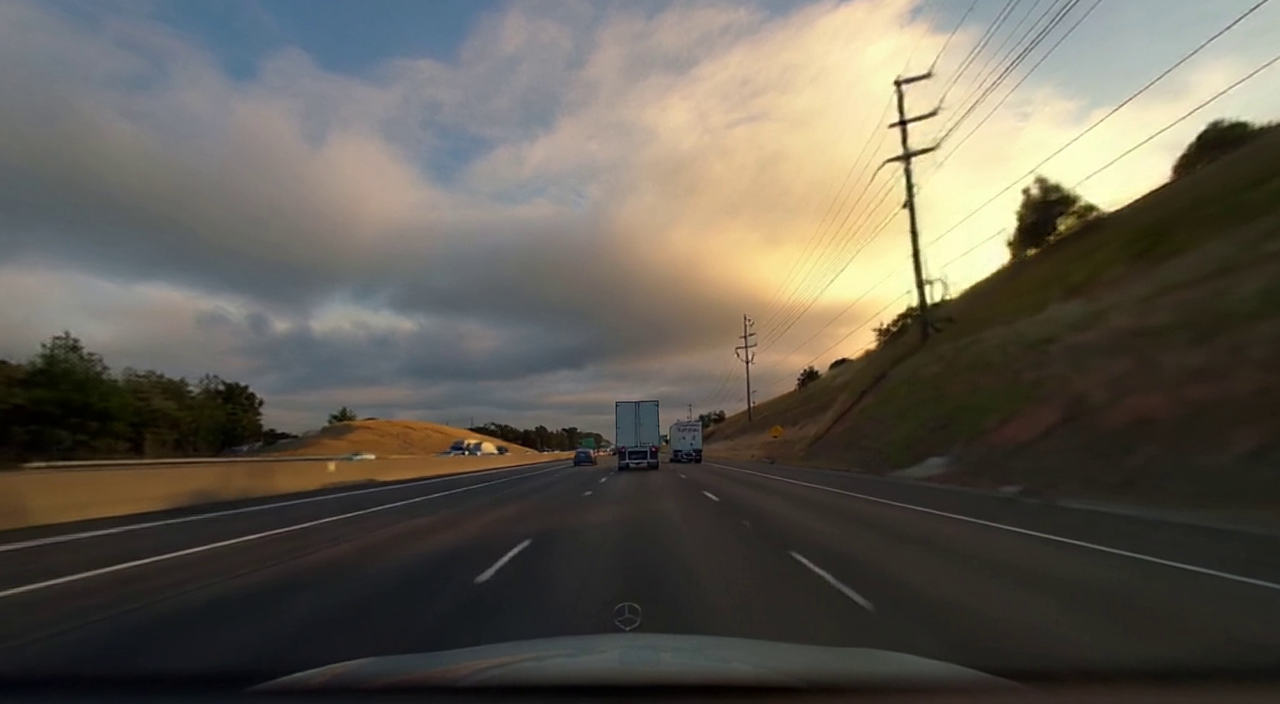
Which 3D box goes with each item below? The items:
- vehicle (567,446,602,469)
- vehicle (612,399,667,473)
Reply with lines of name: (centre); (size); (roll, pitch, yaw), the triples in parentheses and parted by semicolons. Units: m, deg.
vehicle: (-3.868, 7.433, 44.572); (2.128, 1.533, 4.694); (0, -9, -1)
vehicle: (-0.024, 5.443, 40.084); (2.985, 4.025, 10.982); (0, -9, 0)
